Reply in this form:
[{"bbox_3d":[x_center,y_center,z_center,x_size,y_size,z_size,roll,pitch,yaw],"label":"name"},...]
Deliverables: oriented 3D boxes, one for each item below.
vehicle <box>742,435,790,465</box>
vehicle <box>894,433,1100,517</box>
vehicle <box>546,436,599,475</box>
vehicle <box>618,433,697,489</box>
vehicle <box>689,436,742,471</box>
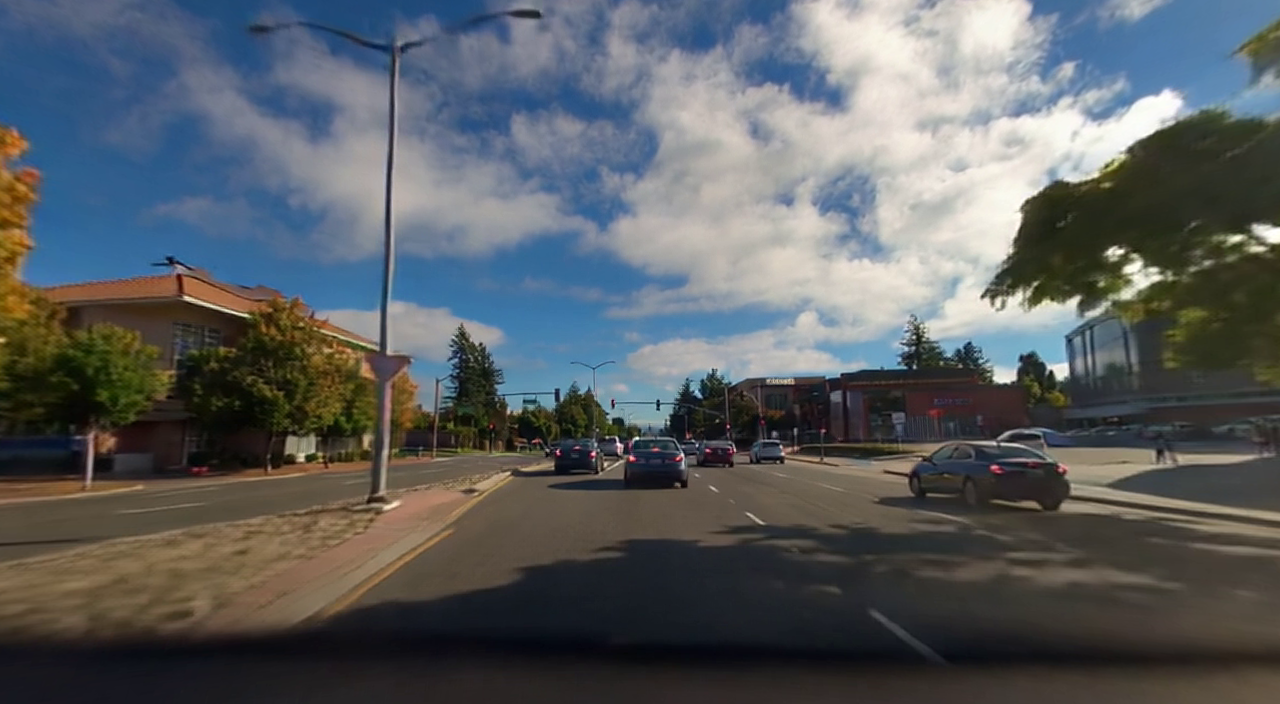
[{"bbox_3d":[7.687,6.036,38.852,2.044,1.701,4.397,0,-8,0],"label":"vehicle"},{"bbox_3d":[7.422,2.570,13.756,1.892,1.515,4.400,0,-8,0],"label":"vehicle"},{"bbox_3d":[-2.713,4.268,26.235,1.938,1.472,4.399,0,-8,-2],"label":"vehicle"},{"bbox_3d":[0.507,3.159,18.584,2.096,1.473,3.893,0,-8,2],"label":"vehicle"},{"bbox_3d":[3.529,4.865,30.349,1.988,1.528,4.144,0,-8,-1],"label":"vehicle"}]
